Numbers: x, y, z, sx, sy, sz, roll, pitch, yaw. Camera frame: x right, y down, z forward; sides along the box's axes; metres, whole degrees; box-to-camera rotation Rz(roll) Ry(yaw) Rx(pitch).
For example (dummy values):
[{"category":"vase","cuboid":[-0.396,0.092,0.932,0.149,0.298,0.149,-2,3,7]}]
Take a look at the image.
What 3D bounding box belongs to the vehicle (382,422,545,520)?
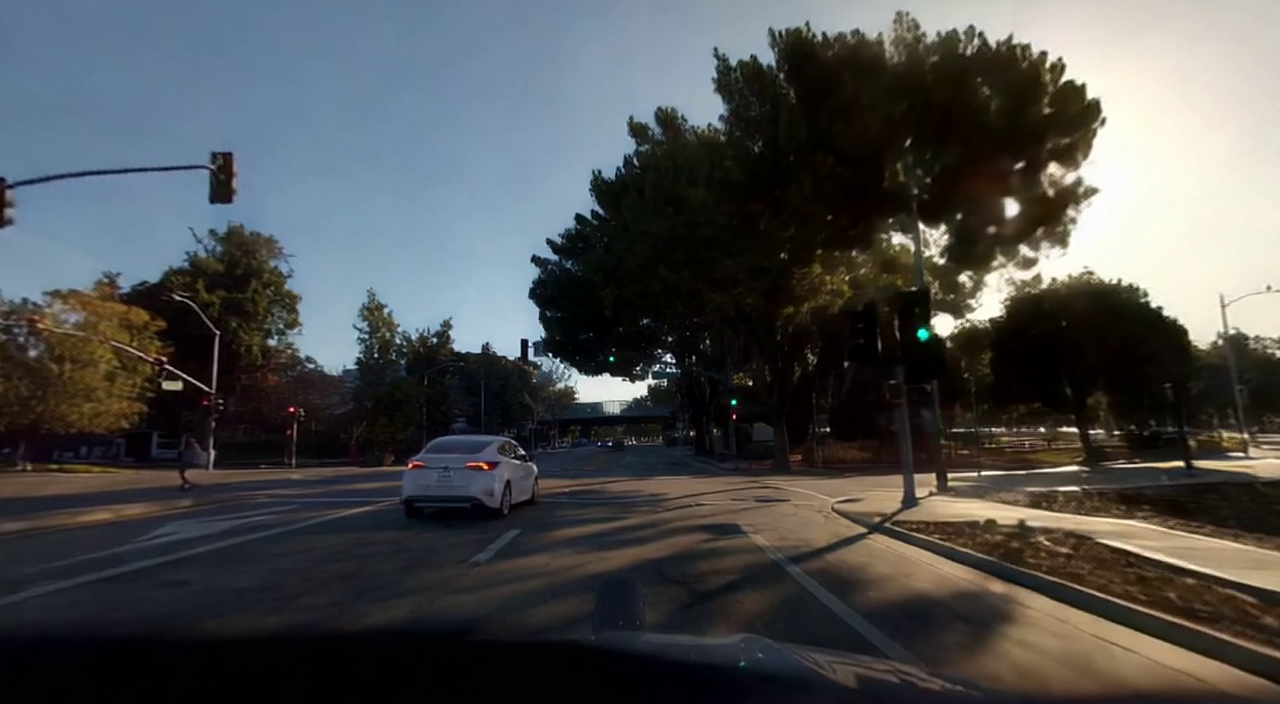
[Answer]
[{"category":"vehicle","cuboid":[-3.254,2.305,12.754,2.076,1.599,4.483,0,-9,-1]}]
